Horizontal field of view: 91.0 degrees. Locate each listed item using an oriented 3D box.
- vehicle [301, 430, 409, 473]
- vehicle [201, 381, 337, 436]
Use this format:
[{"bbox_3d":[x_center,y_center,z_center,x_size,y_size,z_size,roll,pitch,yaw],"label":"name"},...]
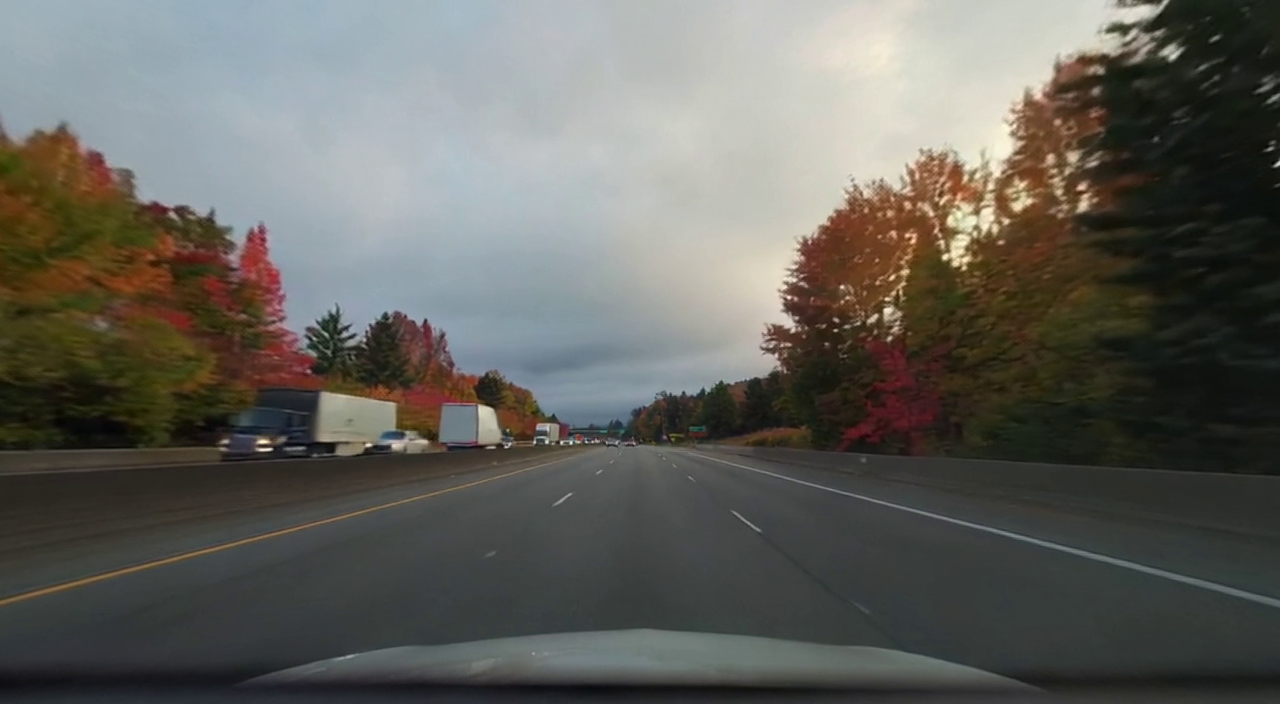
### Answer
[{"bbox_3d":[-11.265,3.972,25.319,2.034,1.525,4.766,0,-8,1],"label":"vehicle"},{"bbox_3d":[-14.985,2.440,25.909,2.091,1.991,5.483,0,-8,2],"label":"vehicle"}]
